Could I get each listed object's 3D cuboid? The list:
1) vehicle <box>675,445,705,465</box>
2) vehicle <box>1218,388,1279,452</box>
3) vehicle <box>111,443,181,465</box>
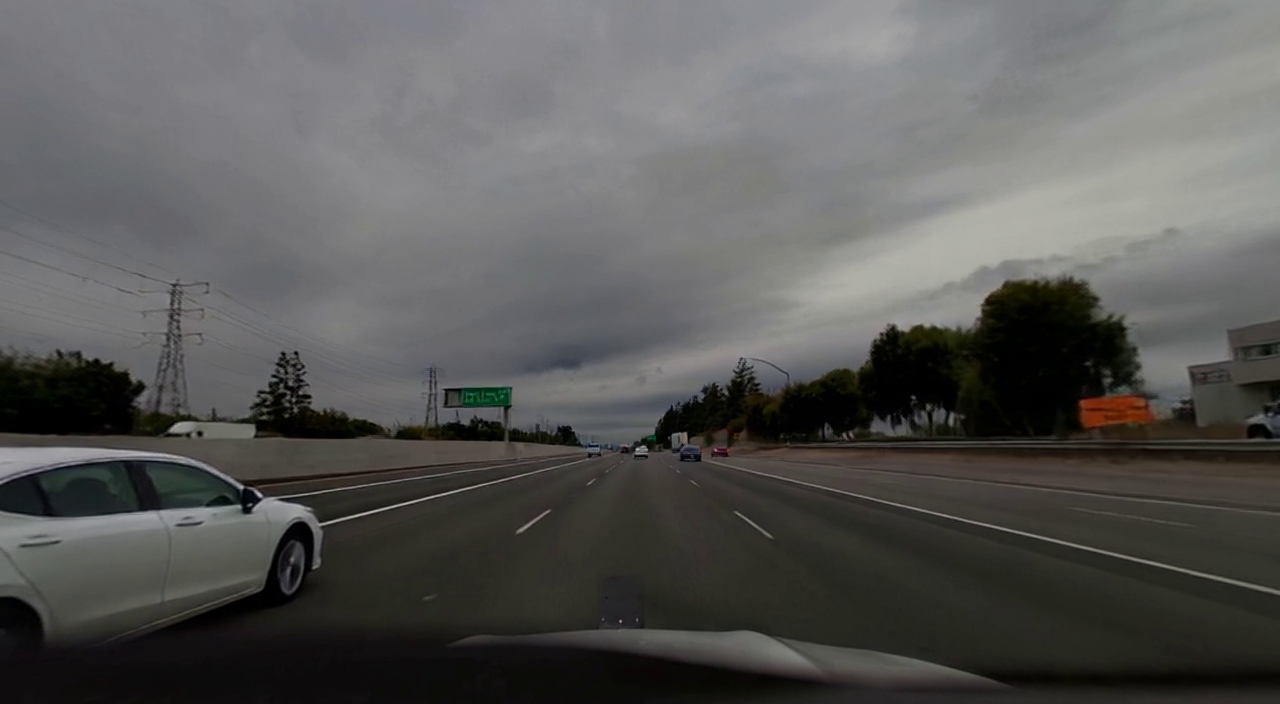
[{"bbox_3d":[3.901,8.152,49.847,2.076,1.506,4.050,0,-9,0],"label":"vehicle"},{"bbox_3d":[41.802,4.509,41.221,2.985,3.956,4.846,0,-9,1],"label":"vehicle"},{"bbox_3d":[-35.082,7.237,44.839,1.689,1.526,3.848,0,-9,2],"label":"vehicle"}]
